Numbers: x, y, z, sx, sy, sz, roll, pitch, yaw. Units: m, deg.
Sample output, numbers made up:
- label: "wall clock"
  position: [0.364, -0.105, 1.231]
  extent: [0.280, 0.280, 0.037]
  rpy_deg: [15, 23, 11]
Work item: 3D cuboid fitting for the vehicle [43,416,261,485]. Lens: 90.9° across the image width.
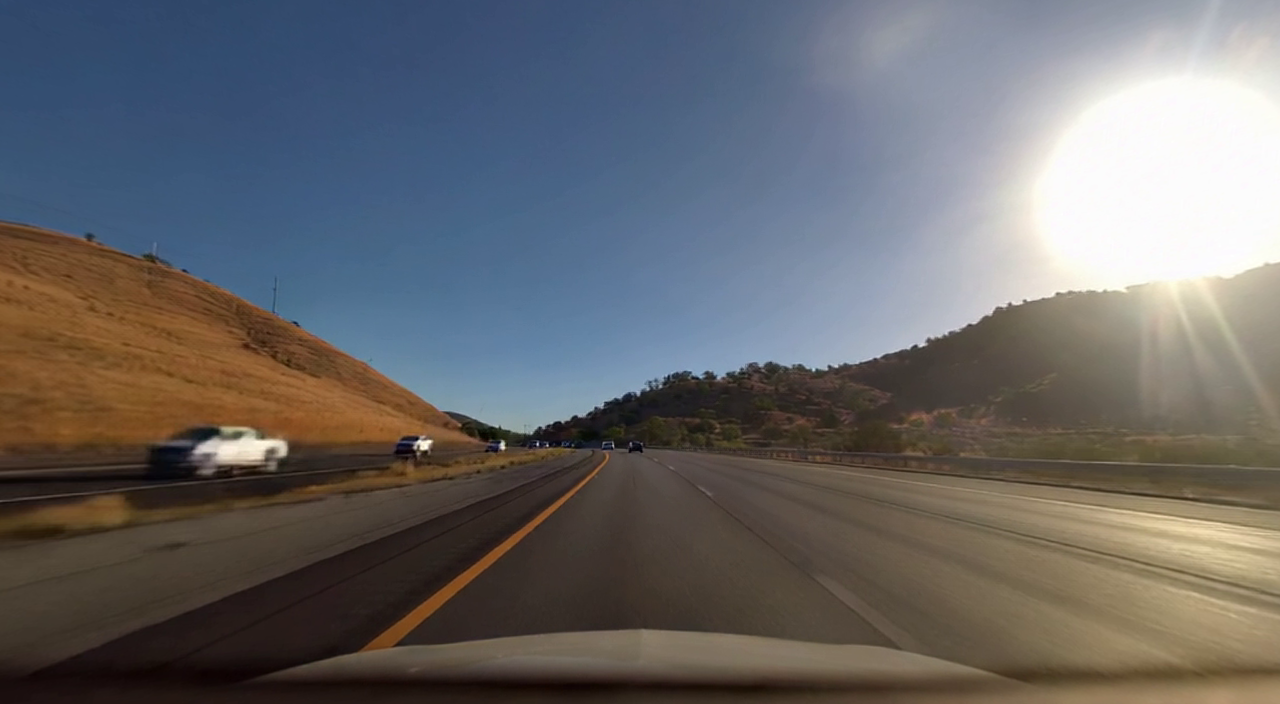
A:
- label: "vehicle"
  position: [-14.309, 2.960, 19.134]
  extent: [2.129, 1.767, 5.642]
  rpy_deg: [0, -8, 0]
